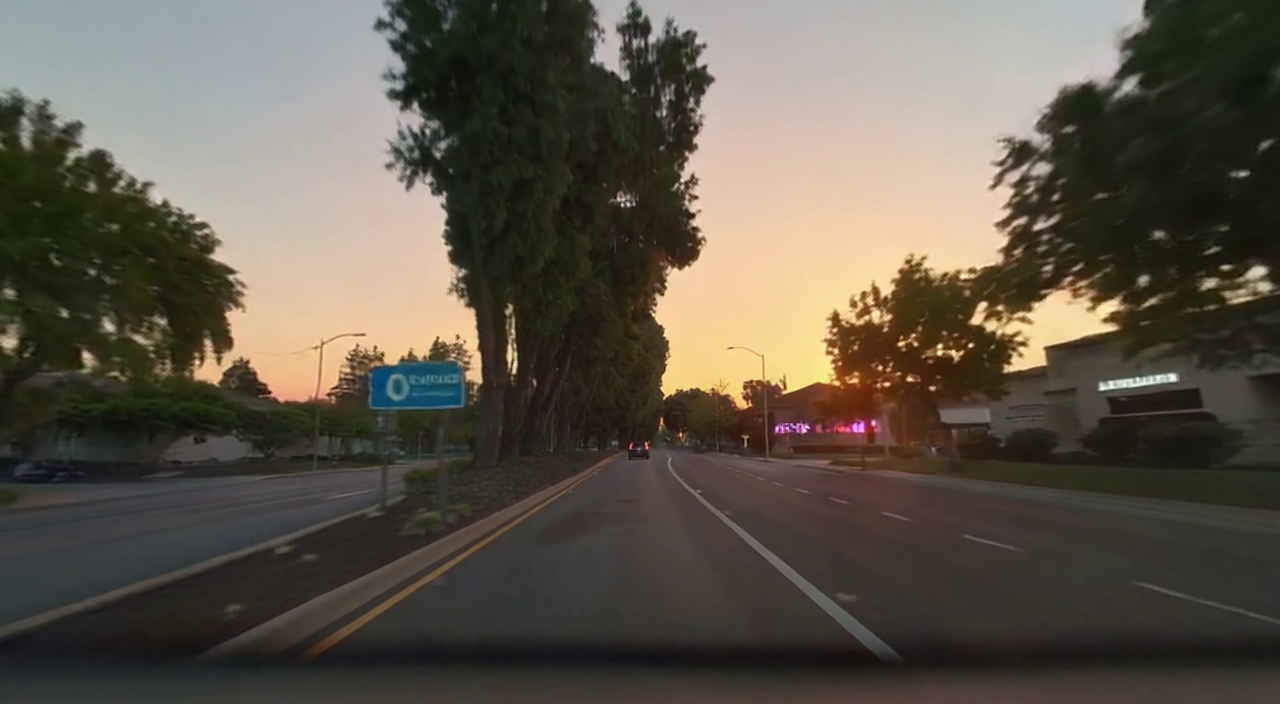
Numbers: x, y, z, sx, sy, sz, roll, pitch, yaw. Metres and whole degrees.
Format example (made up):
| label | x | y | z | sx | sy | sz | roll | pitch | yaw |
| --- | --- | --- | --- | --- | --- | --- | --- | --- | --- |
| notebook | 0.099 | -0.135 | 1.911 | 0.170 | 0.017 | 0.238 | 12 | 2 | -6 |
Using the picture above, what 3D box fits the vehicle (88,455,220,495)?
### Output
| label | x | y | z | sx | sy | sz | roll | pitch | yaw |
| --- | --- | --- | --- | --- | --- | --- | --- | --- | --- |
| vehicle | -20.094 | 5.030 | 26.143 | 4.665 | 1.486 | 1.918 | -3 | -9 | 18 |
